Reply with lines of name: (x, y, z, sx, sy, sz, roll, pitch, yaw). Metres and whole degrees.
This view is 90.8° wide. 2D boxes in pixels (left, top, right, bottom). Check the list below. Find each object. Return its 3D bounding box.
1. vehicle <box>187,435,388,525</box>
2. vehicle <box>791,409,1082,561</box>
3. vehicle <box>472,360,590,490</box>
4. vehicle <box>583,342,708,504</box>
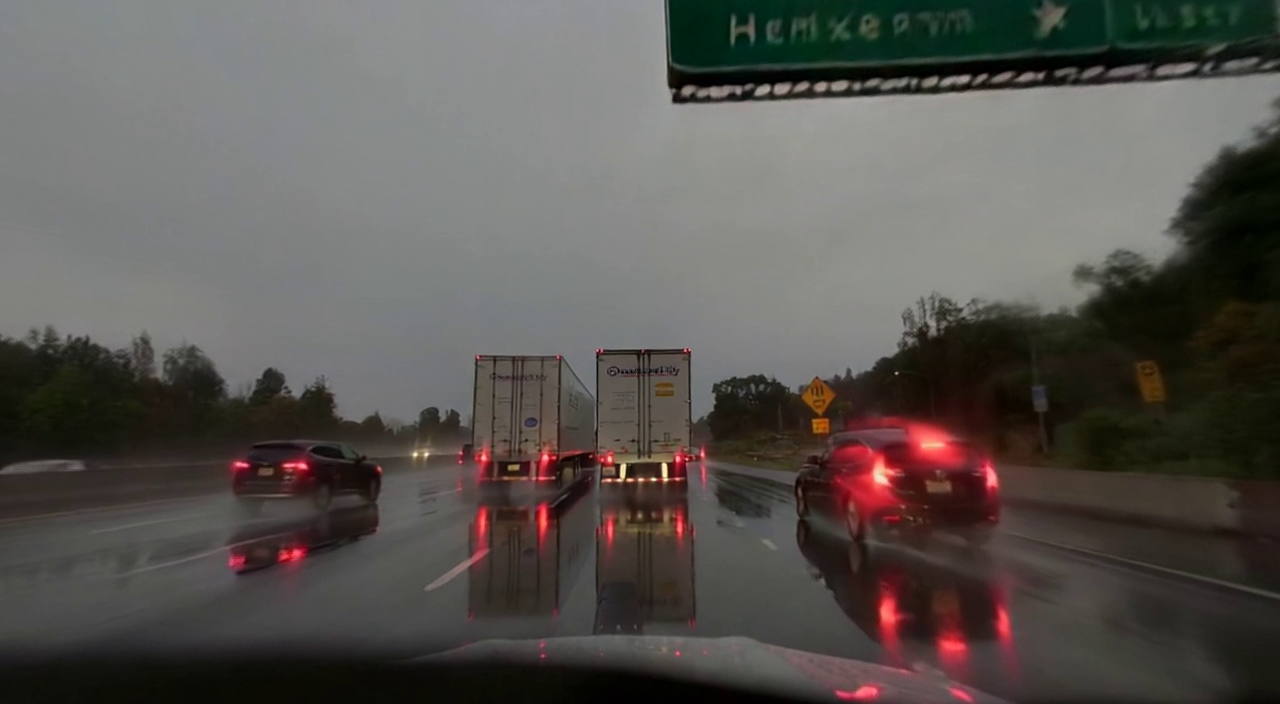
vehicle: (-7.620, 2.771, 14.300, 2.017, 1.694, 4.420, 0, -9, -1)
vehicle: (4.030, 1.902, 9.766, 2.136, 1.753, 4.644, 0, -9, -1)
vehicle: (-3.913, 3.128, 25.727, 2.888, 4.154, 10.960, 0, -9, 0)
vehicle: (0.046, 2.378, 19.886, 2.910, 3.828, 9.805, 0, -9, -1)
